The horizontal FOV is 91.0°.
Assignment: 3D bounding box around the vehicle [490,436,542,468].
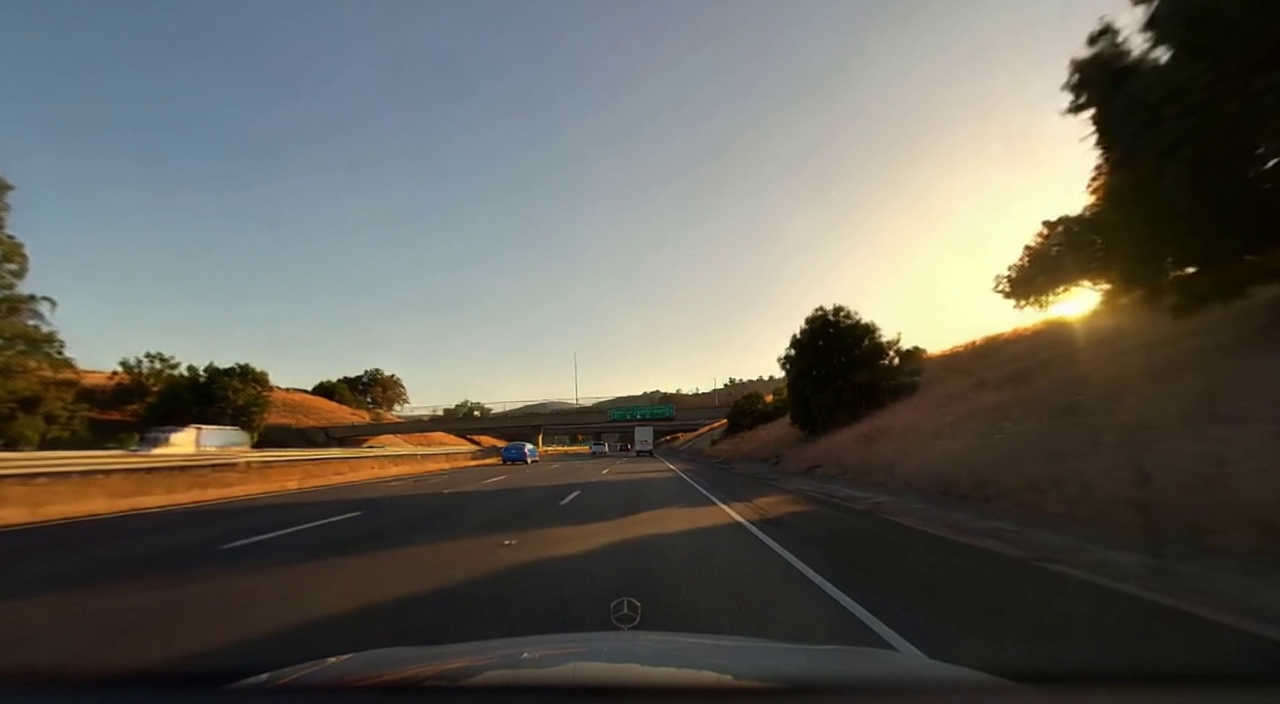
[{"bbox_3d":[-7.180,5.853,36.886,2.070,1.738,4.733,0,-8,0],"label":"vehicle"}]
